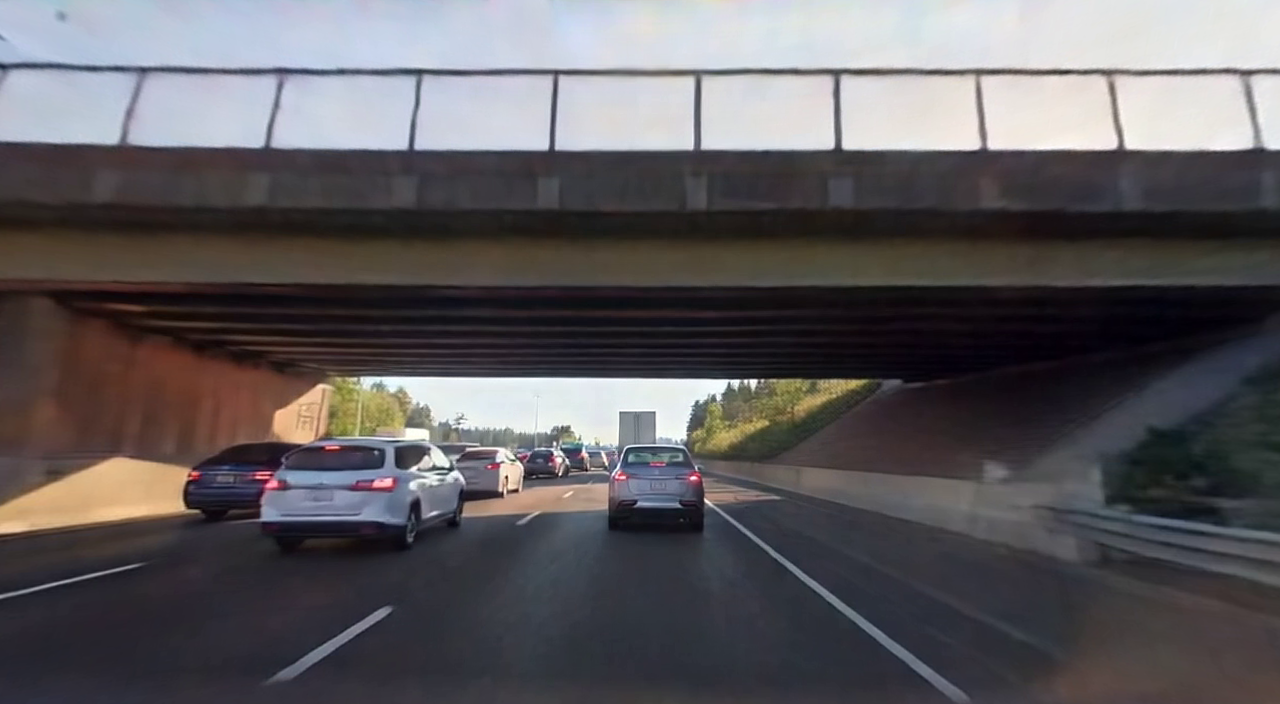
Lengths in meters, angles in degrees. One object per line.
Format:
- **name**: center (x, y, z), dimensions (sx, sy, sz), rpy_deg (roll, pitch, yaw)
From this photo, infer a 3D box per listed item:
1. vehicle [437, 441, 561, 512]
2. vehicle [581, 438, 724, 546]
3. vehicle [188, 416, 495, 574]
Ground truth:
- **vehicle**: center (-3.286, 3.007, 15.653), dimensions (1.980, 1.491, 4.340), rpy_deg (0, -9, 1)
- **vehicle**: center (0.165, 2.231, 10.562), dimensions (1.995, 1.495, 3.380), rpy_deg (0, -9, 0)
- **vehicle**: center (-3.635, 1.844, 8.830), dimensions (2.165, 1.638, 4.317), rpy_deg (0, -9, 0)
